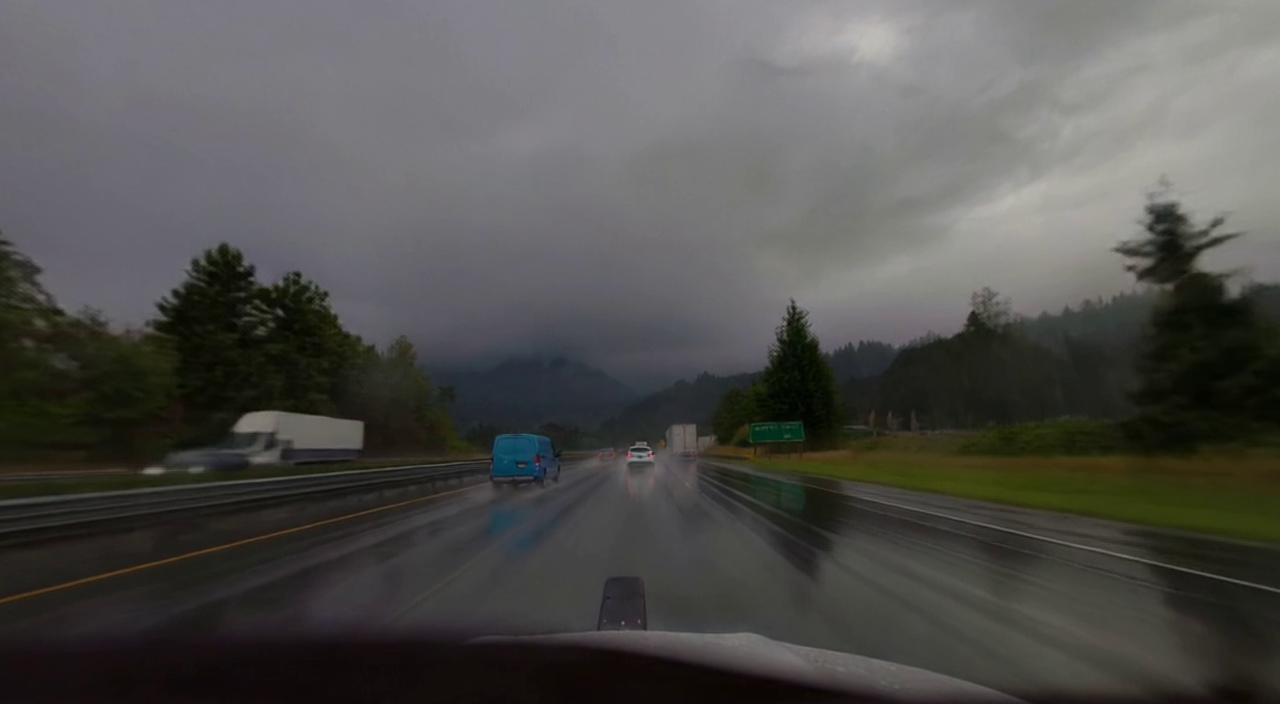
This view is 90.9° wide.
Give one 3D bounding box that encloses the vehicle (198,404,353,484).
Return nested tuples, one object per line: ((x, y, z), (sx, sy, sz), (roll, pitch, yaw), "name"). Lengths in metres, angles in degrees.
((-19.300, 5.026, 34.323), (2.893, 3.722, 8.903), (0, -9, 1), "vehicle")

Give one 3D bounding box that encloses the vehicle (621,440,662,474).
((0.094, 6.038, 36.501), (2.209, 1.825, 4.036), (0, -9, 0), "vehicle")

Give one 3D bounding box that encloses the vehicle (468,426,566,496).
((-3.844, 3.530, 20.686), (2.167, 1.991, 5.062), (0, -9, 0), "vehicle")
